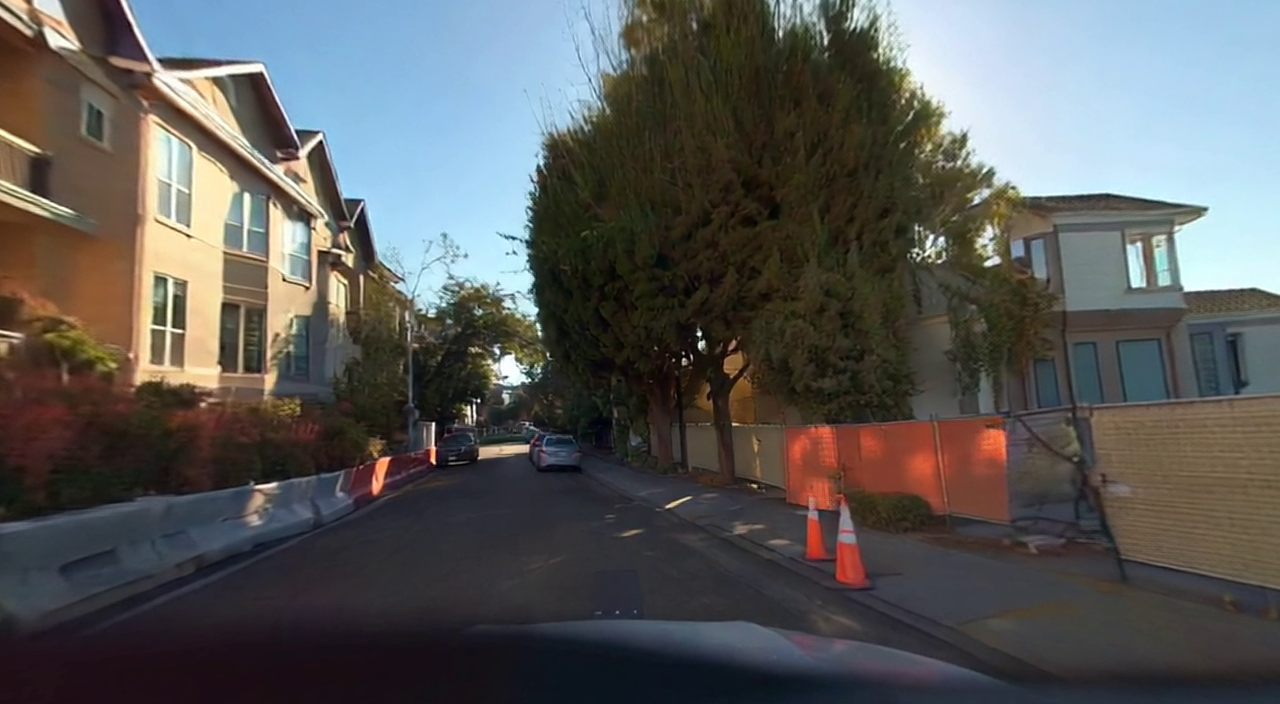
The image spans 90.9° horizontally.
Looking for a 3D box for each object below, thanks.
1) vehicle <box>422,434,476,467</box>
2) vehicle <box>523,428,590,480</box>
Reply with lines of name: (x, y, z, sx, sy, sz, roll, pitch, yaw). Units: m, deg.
vehicle: (-9.536, 4.918, 31.726, 1.834, 1.543, 3.497, 0, -7, -4)
vehicle: (-3.216, 3.748, 23.660, 2.066, 1.739, 4.234, 1, -8, -13)
